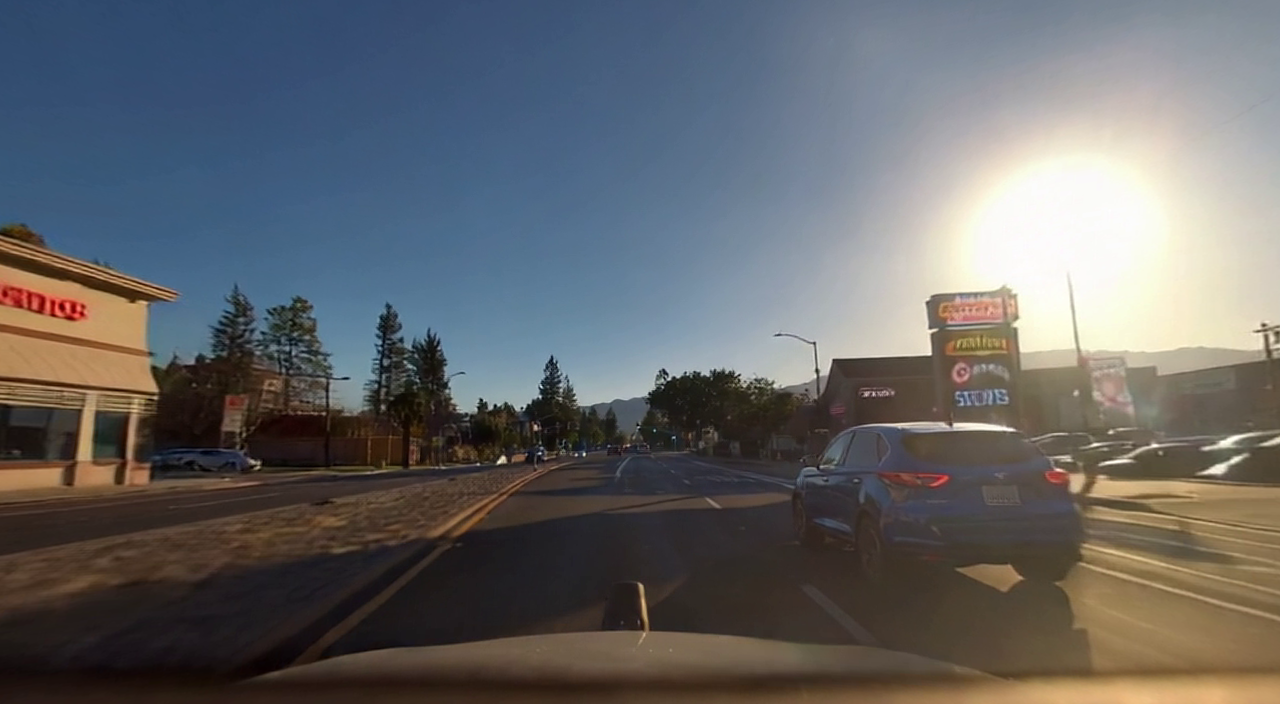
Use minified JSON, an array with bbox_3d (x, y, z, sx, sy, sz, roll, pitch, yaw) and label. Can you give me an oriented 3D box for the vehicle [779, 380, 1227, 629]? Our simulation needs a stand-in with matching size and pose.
[{"bbox_3d":[3.153,1.442,6.967,2.130,1.790,4.615,0,-9,0],"label":"vehicle"}]
